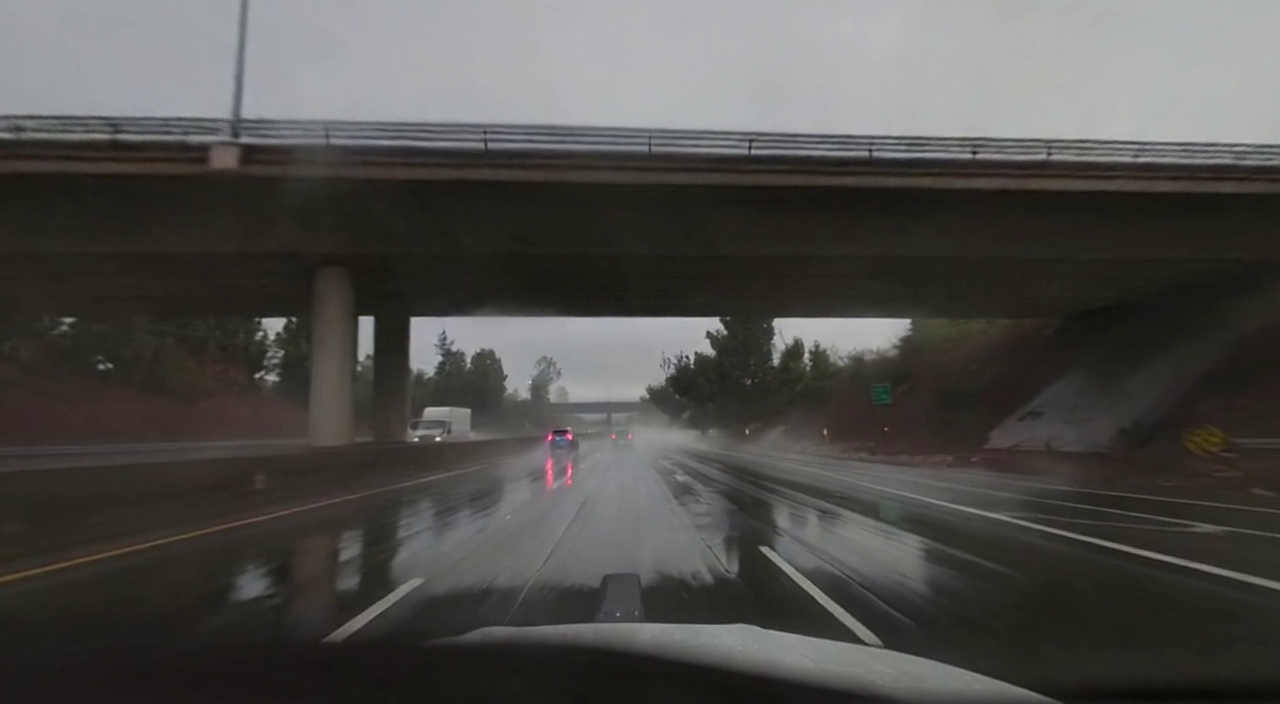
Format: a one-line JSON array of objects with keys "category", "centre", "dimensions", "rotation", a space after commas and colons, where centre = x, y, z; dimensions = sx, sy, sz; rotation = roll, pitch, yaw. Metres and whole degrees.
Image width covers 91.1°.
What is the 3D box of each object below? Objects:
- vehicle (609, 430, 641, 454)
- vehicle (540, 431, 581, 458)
[{"category": "vehicle", "centre": [-1.035, 6.382, 44.654], "dimensions": [2.116, 1.625, 4.004], "rotation": [0, -8, 0]}, {"category": "vehicle", "centre": [-4.840, 5.699, 38.837], "dimensions": [2.017, 1.537, 4.496], "rotation": [0, -8, 0]}]
